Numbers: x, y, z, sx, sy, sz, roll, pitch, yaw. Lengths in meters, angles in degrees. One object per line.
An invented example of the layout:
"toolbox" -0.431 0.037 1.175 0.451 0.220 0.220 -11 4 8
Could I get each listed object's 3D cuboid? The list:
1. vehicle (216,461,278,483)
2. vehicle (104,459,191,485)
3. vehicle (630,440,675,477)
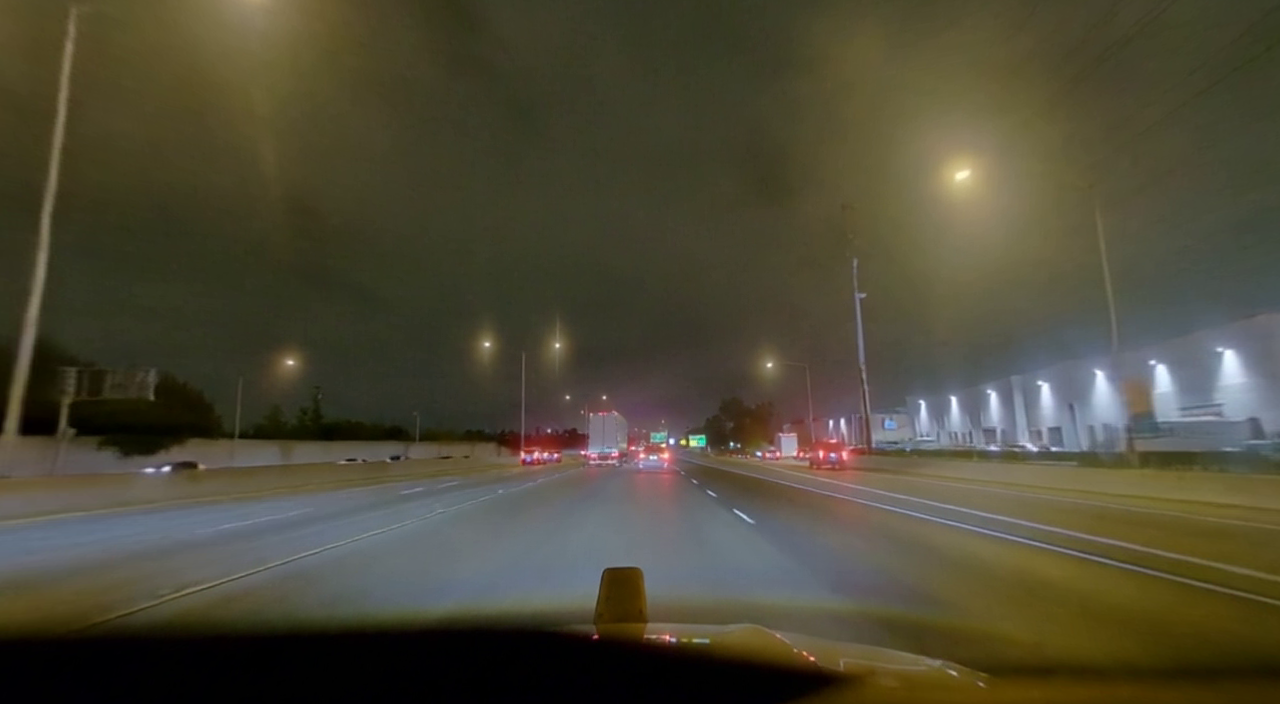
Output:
"vehicle" -30.640 9.365 49.339 1.840 1.461 4.694 0 -9 0
"vehicle" -38.070 9.267 49.019 2.123 1.739 5.655 0 -9 1
"vehicle" 0.671 5.767 34.514 2.279 1.837 4.747 0 -9 0
